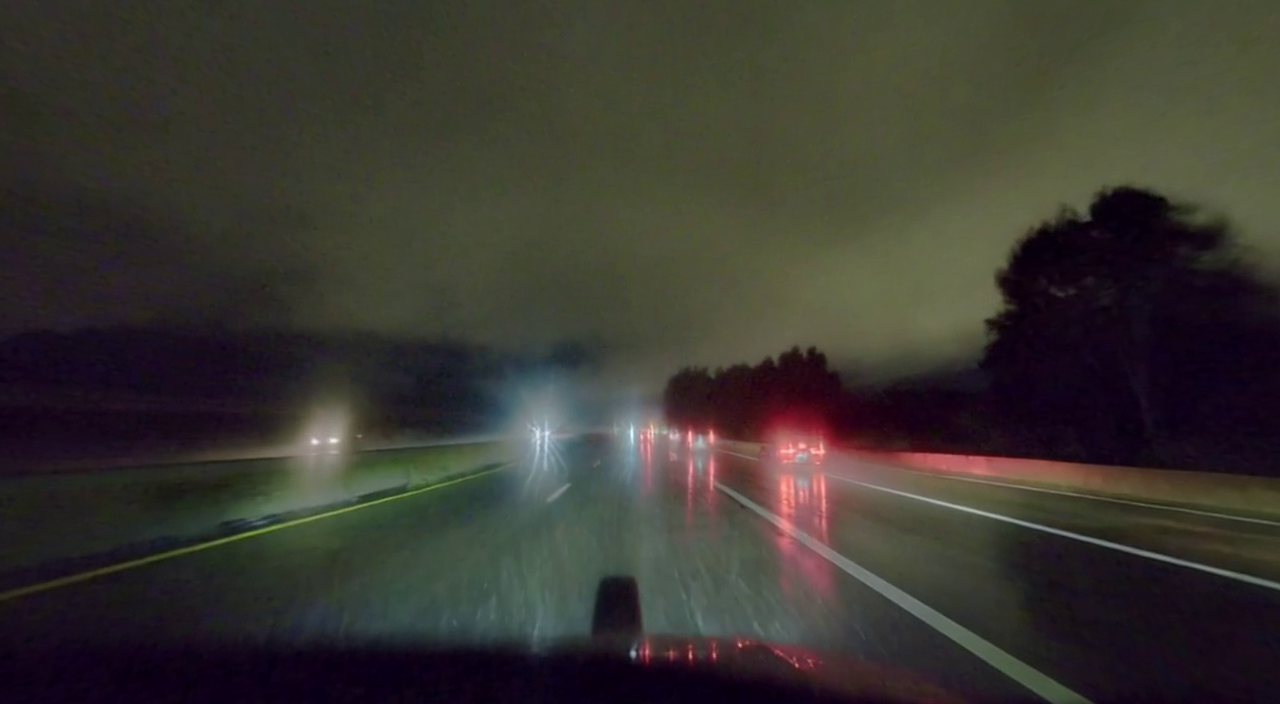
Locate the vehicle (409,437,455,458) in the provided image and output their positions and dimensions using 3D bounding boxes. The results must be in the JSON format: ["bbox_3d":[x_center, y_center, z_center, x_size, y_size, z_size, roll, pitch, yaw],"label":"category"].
[{"bbox_3d":[-15.833,7.294,48.174,1.892,1.494,4.593,0,-7,1],"label":"vehicle"}]
